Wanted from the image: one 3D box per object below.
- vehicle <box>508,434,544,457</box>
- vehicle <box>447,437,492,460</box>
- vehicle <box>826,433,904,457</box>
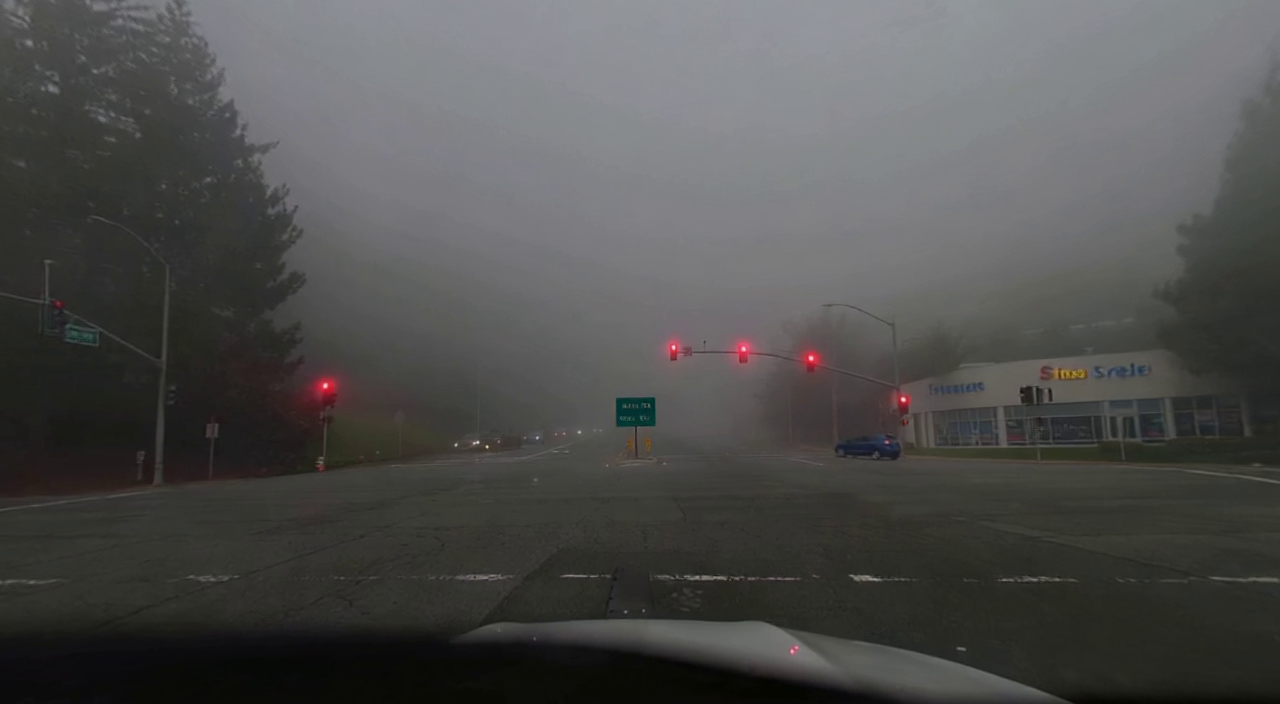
[{"bbox_3d":[-8.067,6.662,45.081,1.920,1.546,4.086,0,-9,-1],"label":"vehicle"},{"bbox_3d":[-11.771,6.688,43.892,2.111,1.499,4.371,0,-9,-3],"label":"vehicle"},{"bbox_3d":[14.619,6.068,41.184,1.781,1.448,4.560,6,-11,-36],"label":"vehicle"}]
